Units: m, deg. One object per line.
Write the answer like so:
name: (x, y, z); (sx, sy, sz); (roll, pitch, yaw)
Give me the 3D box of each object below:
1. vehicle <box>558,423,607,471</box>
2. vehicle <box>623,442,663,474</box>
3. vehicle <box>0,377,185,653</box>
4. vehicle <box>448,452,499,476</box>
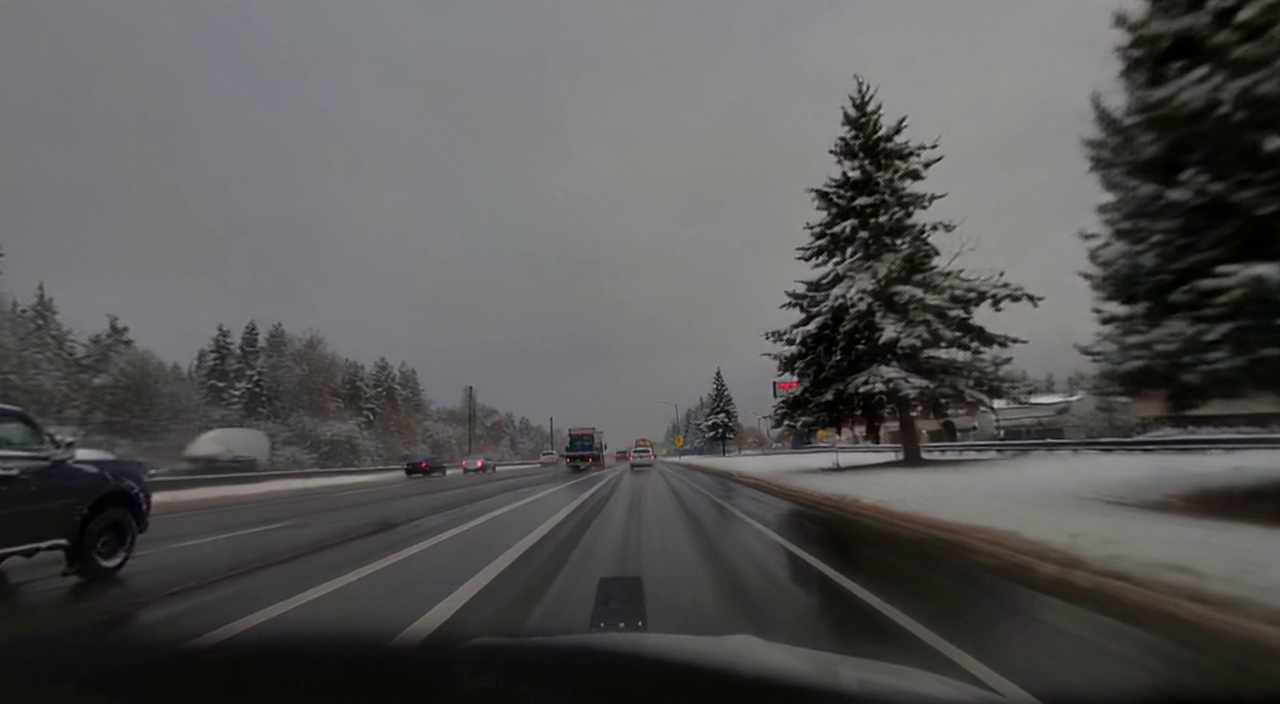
vehicle: (-4.374, 7.472, 49.667); (2.796, 3.426, 8.553); (-1, -9, 2)
vehicle: (0.171, 6.272, 37.564); (2.227, 1.794, 4.646); (0, -9, 1)
vehicle: (-5.338, 0.963, 3.404); (2.200, 1.793, 4.586); (-1, -9, 2)
vehicle: (-11.125, 7.519, 42.529); (1.928, 1.480, 4.823); (-1, -9, 2)
